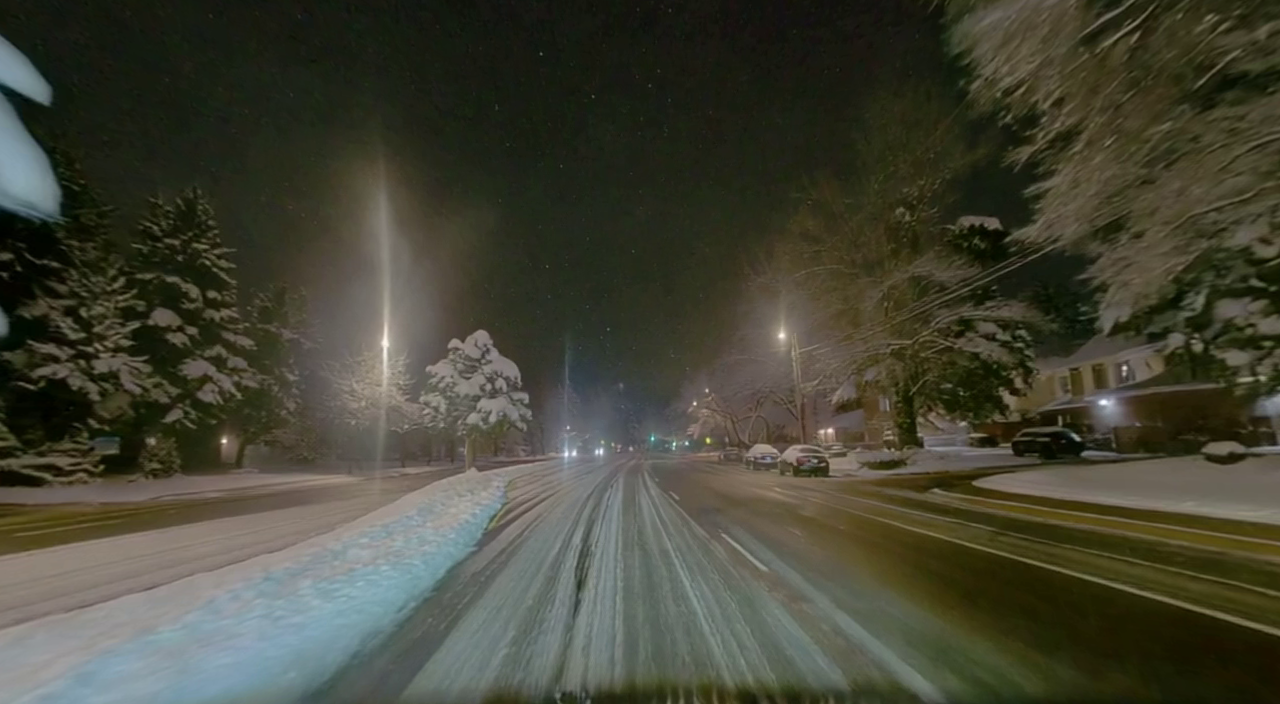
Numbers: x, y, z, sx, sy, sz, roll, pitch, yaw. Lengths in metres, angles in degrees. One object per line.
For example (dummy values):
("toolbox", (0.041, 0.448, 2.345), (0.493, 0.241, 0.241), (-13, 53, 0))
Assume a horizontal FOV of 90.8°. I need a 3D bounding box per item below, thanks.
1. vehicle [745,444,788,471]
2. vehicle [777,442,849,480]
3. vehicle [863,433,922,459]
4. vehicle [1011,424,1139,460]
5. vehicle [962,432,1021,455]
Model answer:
("vehicle", (8.650, 7.224, 43.543), (1.990, 1.728, 4.597), (0, -9, 0))
("vehicle", (8.416, 5.329, 31.292), (2.192, 1.714, 4.885), (0, -9, 0))
("vehicle", (18.187, 6.792, 45.808), (2.018, 1.755, 5.379), (0, -9, -1))
("vehicle", (24.326, 5.098, 35.571), (1.979, 1.831, 5.479), (5, -10, -33))
("vehicle", (25.437, 6.666, 45.842), (1.878, 1.581, 4.259), (0, -9, 1))
